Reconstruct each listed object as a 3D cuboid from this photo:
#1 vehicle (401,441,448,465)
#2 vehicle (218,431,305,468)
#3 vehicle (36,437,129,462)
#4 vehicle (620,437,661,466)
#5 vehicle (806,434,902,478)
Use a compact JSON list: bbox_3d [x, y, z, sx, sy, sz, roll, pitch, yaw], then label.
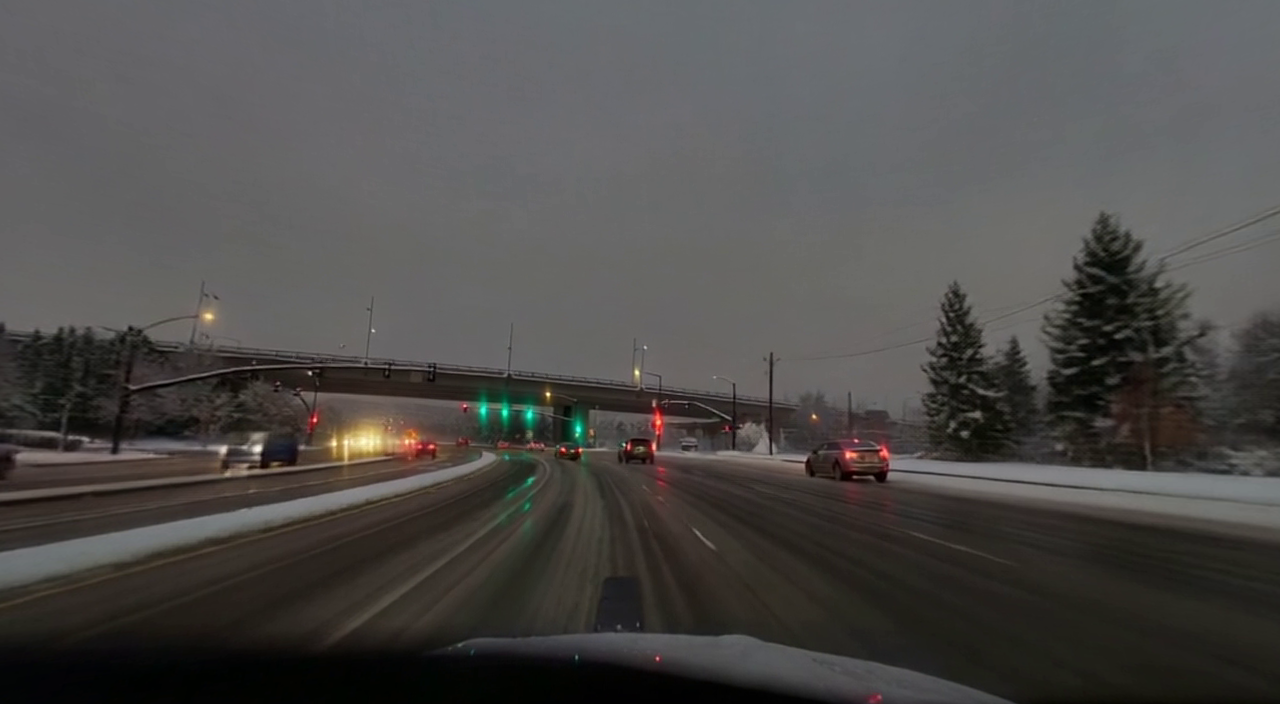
[{"bbox_3d":[-15.495,7.255,45.703,2.399,1.624,4.585,1,-9,-8],"label":"vehicle"},{"bbox_3d":[-19.702,5.107,33.174,2.089,1.794,4.766,1,-9,-7],"label":"vehicle"},{"bbox_3d":[-40.868,7.182,46.494,4.798,1.639,2.085,7,-10,-35],"label":"vehicle"},{"bbox_3d":[-0.038,6.182,39.415,2.024,1.724,3.928,1,-9,-8],"label":"vehicle"},{"bbox_3d":[9.064,4.441,27.225,2.130,1.741,4.665,1,-8,-5],"label":"vehicle"}]
